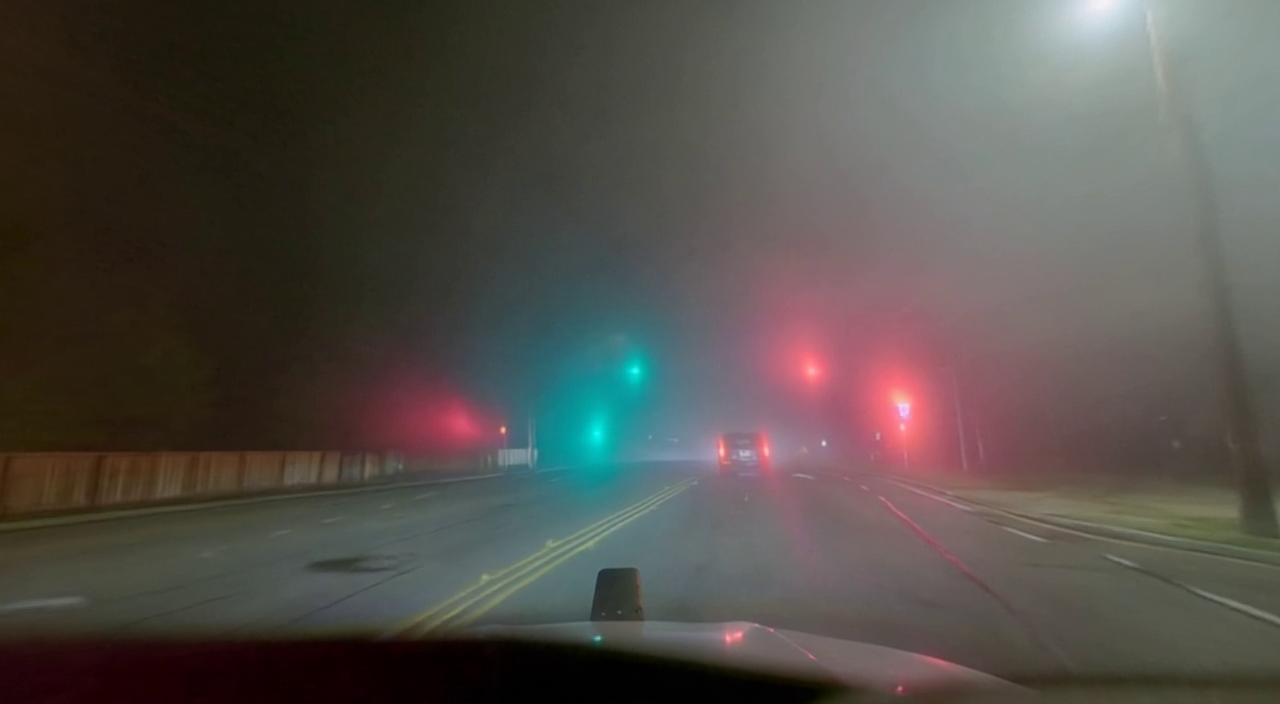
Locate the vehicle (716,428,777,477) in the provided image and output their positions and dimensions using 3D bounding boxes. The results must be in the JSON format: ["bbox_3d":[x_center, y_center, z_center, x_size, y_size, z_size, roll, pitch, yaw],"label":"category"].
[{"bbox_3d":[4.394,4.110,26.048,2.230,1.827,4.580,-1,-8,10],"label":"vehicle"}]
